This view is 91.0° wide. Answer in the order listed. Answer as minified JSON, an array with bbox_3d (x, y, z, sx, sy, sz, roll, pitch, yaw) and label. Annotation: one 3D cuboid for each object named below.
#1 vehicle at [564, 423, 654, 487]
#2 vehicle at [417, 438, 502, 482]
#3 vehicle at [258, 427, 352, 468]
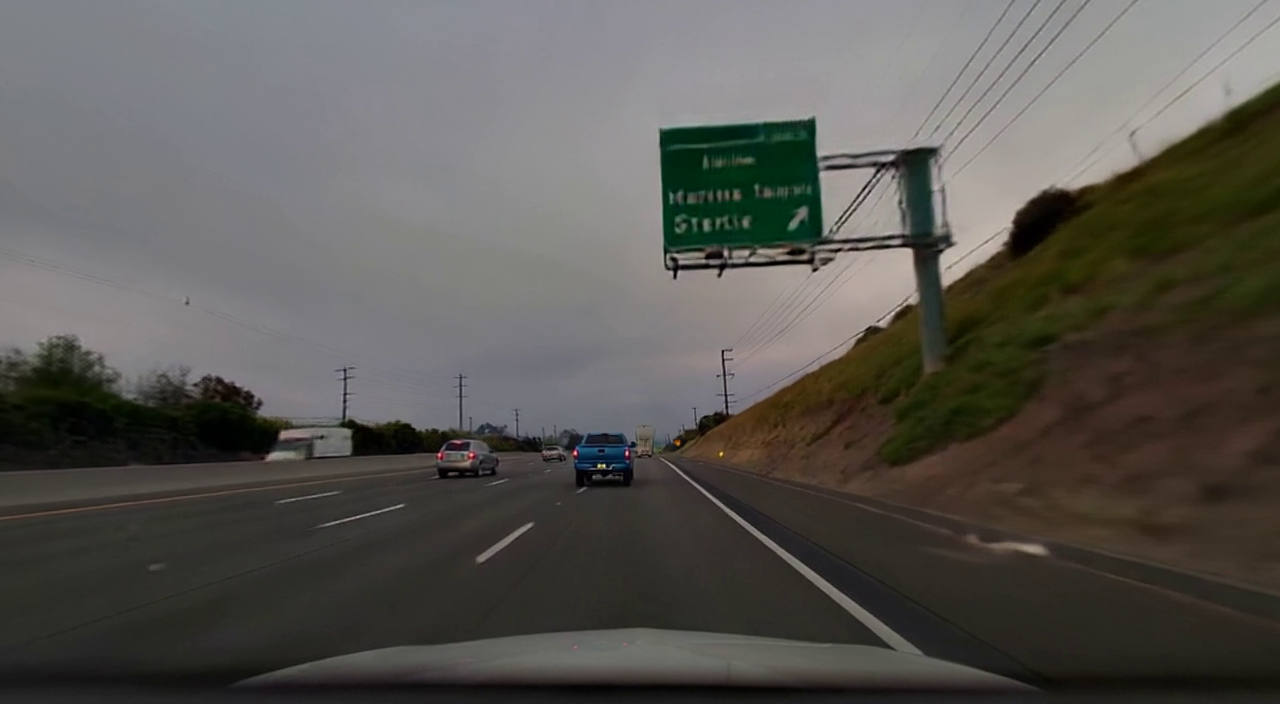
[{"bbox_3d":[-1.008,3.869,23.975,2.972,2.087,6.126,0,-9,0],"label":"vehicle"},{"bbox_3d":[-7.158,4.322,25.469,2.055,1.618,4.457,0,-9,1],"label":"vehicle"},{"bbox_3d":[-20.184,5.807,38.349,2.294,2.243,6.159,0,-9,0],"label":"vehicle"}]
